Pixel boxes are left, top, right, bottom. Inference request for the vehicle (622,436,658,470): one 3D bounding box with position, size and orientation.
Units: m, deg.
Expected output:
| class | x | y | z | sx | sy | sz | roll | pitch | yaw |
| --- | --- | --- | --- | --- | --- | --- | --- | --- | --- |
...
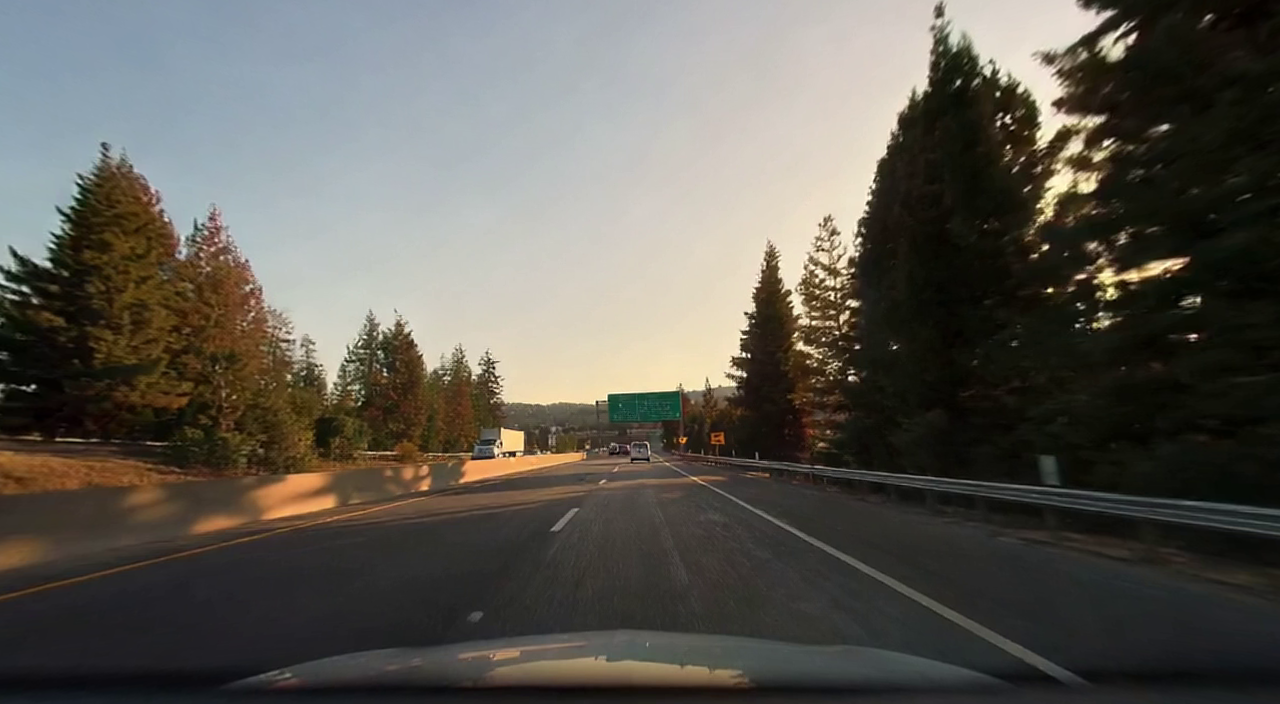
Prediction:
| class | x | y | z | sx | sy | sz | roll | pitch | yaw |
| --- | --- | --- | --- | --- | --- | --- | --- | --- | --- |
| vehicle | -0.008 | 6.753 | 42.070 | 2.268 | 2.122 | 4.595 | -1 | -9 | 1 |
